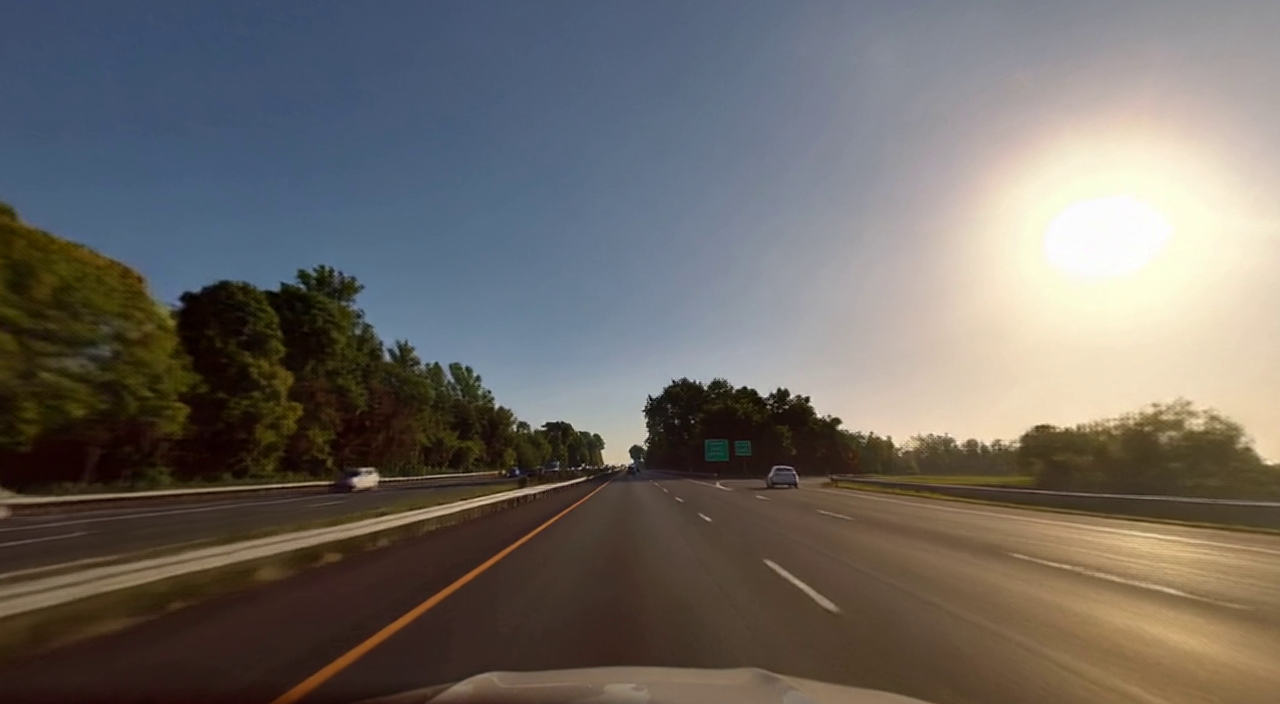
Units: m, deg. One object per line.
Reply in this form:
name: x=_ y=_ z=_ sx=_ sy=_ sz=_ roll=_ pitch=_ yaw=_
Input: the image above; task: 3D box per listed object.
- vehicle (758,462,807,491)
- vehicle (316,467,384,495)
vehicle: x=8.217 y=7.215 z=36.709 sx=1.951 sy=1.566 sz=4.616 roll=0 pitch=-10 yaw=2
vehicle: x=-18.313 y=8.173 z=40.041 sx=1.946 sy=1.619 sz=4.564 roll=0 pitch=-10 yaw=3
